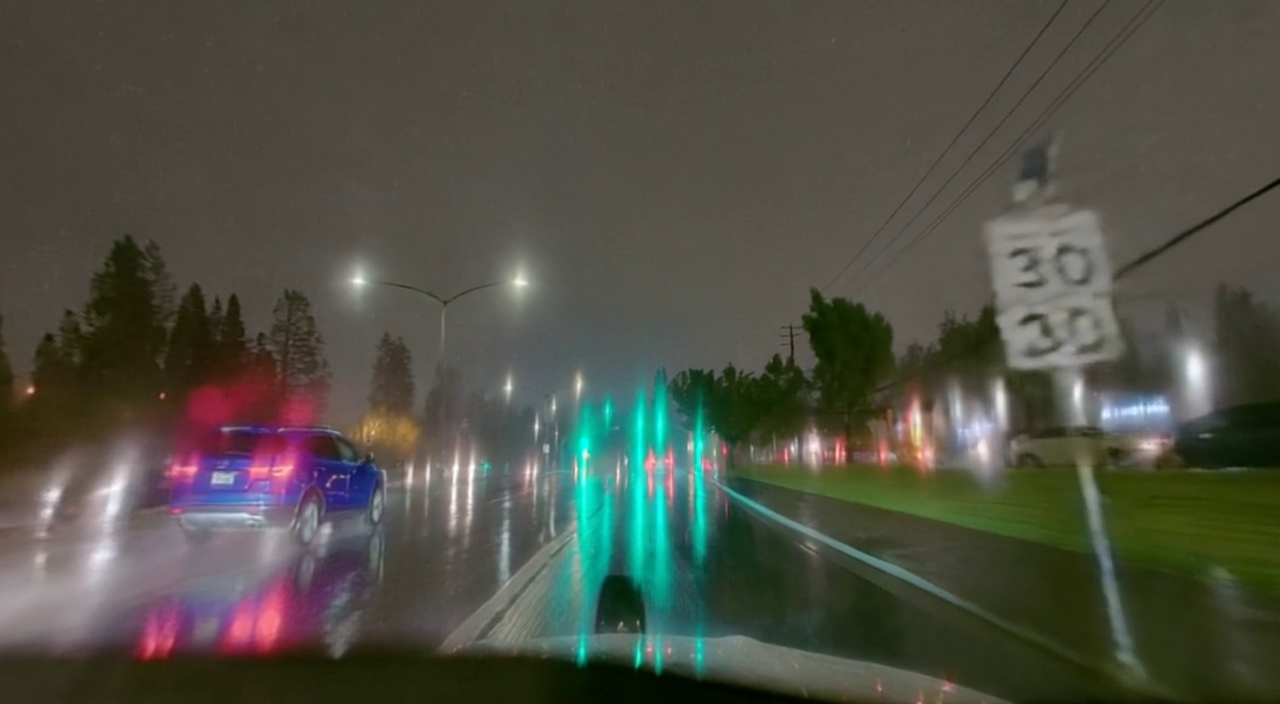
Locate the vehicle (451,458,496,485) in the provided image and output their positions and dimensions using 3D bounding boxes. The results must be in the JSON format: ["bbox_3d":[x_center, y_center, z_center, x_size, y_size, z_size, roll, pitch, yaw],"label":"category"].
[{"bbox_3d":[-11.595,8.321,44.195,2.064,1.515,5.056,1,-7,-4],"label":"vehicle"}]

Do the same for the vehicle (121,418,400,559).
[{"bbox_3d":[-6.047,2.196,10.841,2.027,1.908,4.273,0,-9,1],"label":"vehicle"}]

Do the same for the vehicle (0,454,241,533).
[{"bbox_3d":[-12.127,3.224,15.052,2.077,1.505,4.714,0,-9,0],"label":"vehicle"}]

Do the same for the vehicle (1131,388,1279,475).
[{"bbox_3d":[13.467,1.656,13.031,1.950,1.697,4.906,2,-9,-15],"label":"vehicle"}]

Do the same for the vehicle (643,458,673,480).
[{"bbox_3d":[1.278,8.514,45.997,2.091,1.494,3.962,0,-9,1],"label":"vehicle"}]

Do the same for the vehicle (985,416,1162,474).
[{"bbox_3d":[12.839,2.817,19.114,1.884,1.522,4.642,0,-9,-3],"label":"vehicle"}]
